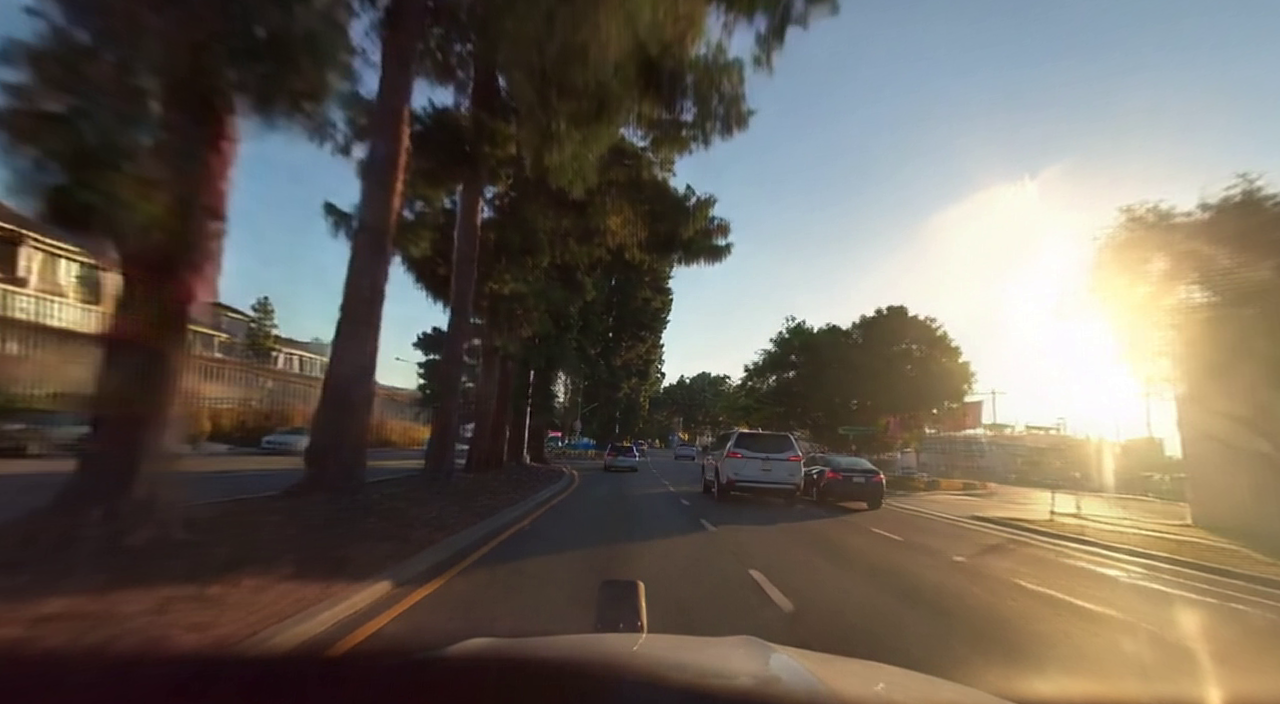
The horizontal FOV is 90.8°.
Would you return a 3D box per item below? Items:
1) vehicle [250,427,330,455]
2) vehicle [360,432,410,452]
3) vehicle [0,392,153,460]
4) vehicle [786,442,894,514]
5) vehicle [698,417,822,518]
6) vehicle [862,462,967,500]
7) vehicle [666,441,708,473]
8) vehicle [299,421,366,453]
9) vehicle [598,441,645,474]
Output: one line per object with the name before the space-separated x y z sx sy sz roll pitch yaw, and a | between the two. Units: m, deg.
vehicle | -19.365 4.962 35.187 1.877 1.446 4.593 0 -8 -1
vehicle | -19.594 6.965 48.718 1.913 1.417 4.592 0 -9 0
vehicle | -19.292 2.501 20.751 2.226 1.925 5.293 3 -9 1
vehicle | 6.199 3.895 20.113 1.913 1.777 4.269 8 -8 1
vehicle | 2.735 2.744 15.443 2.035 1.940 4.299 4 -9 -1
vehicle | 14.151 6.652 32.811 4.545 1.770 2.057 -1 -9 8
vehicle | 2.649 5.994 36.360 1.922 1.708 4.126 0 -9 -2
vehicle | -19.574 5.497 40.463 2.056 1.899 4.803 0 -8 -2
vehicle | -0.869 5.064 30.489 2.119 1.460 3.847 0 -8 -1
